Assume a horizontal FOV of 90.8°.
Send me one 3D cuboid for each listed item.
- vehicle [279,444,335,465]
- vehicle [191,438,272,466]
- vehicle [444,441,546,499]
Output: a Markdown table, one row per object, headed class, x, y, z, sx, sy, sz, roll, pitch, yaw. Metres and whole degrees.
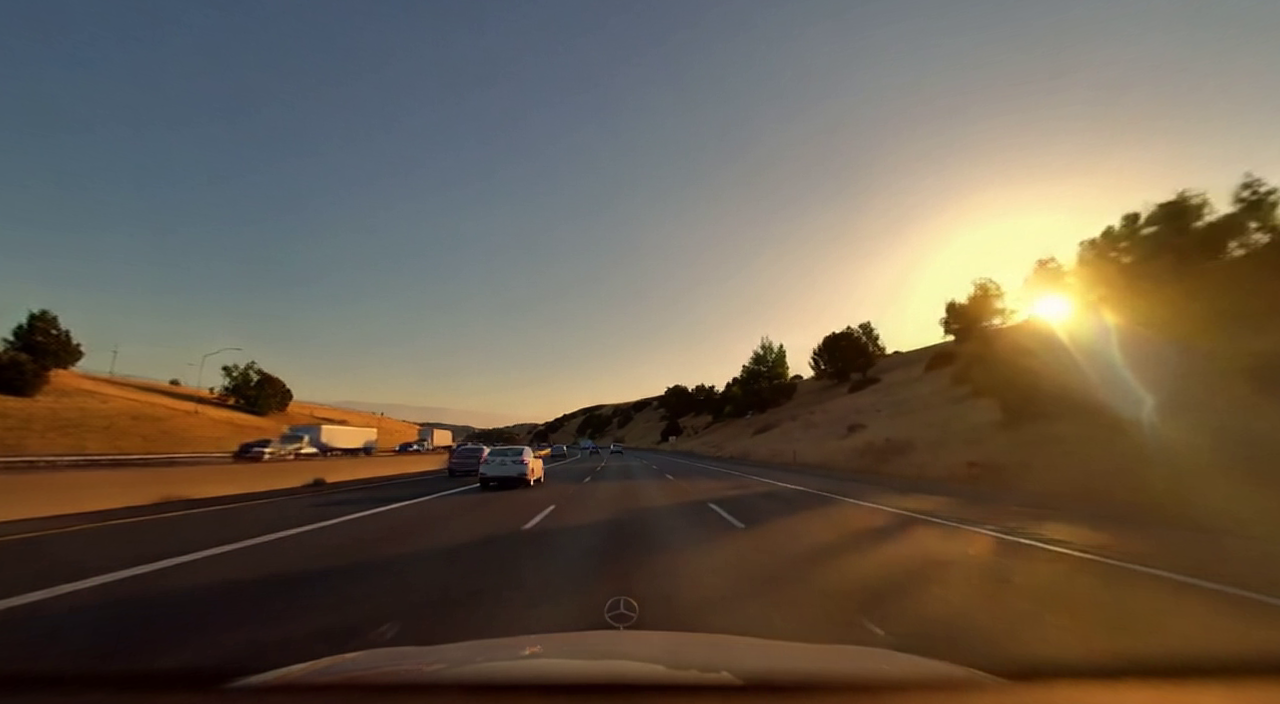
| class | x | y | z | sx | sy | sz | roll | pitch | yaw |
| --- | --- | --- | --- | --- | --- | --- | --- | --- | --- |
| vehicle | -25.351 | 7.841 | 48.312 | 1.840 | 1.483 | 4.590 | 0 | -9 | -1 |
| vehicle | -29.883 | 7.358 | 46.535 | 2.176 | 1.868 | 5.849 | 0 | -9 | -2 |
| vehicle | -4.236 | 3.516 | 19.272 | 2.073 | 1.516 | 4.478 | -1 | -9 | 0 |
